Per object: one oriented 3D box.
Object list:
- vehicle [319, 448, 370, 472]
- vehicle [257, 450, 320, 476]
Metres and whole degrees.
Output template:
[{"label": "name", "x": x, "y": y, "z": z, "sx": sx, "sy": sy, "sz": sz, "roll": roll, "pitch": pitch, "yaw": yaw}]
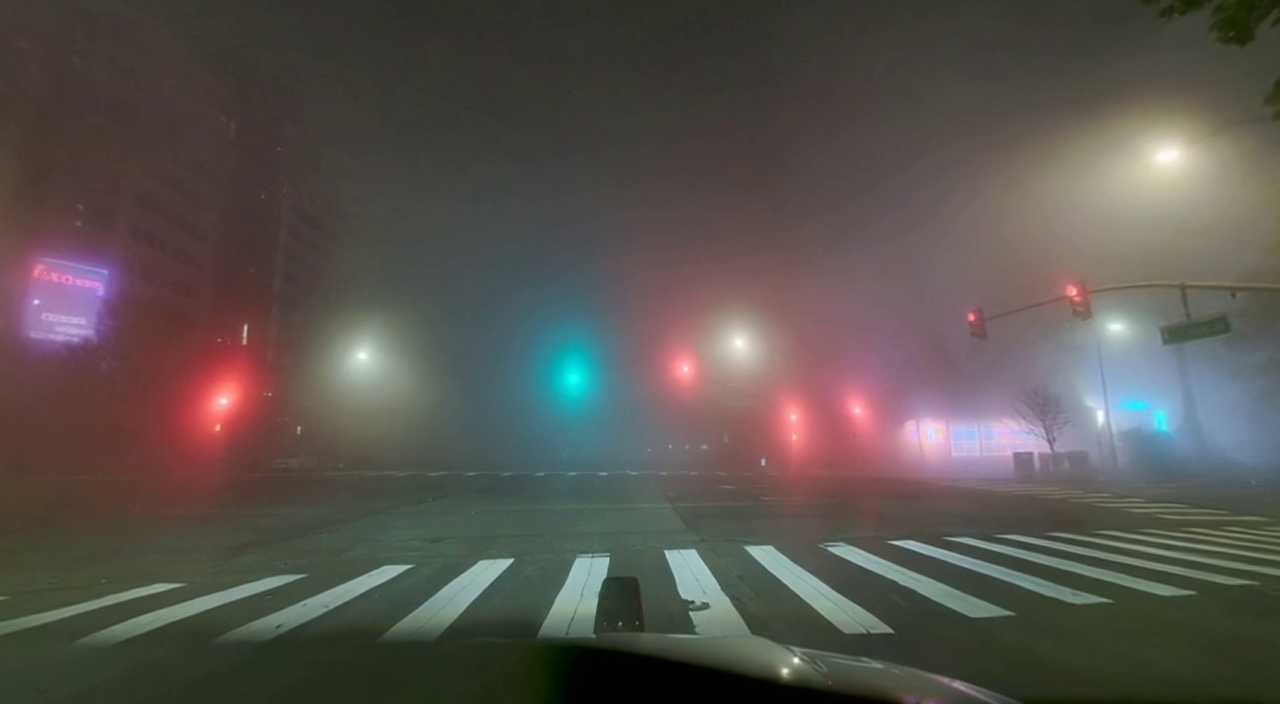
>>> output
[{"label": "vehicle", "x": -22.369, "y": 8.158, "z": 48.094, "sx": 2.023, "sy": 1.706, "sz": 4.756, "roll": 1, "pitch": -9, "yaw": -6}, {"label": "vehicle", "x": -21.797, "y": 6.852, "z": 39.366, "sx": 2.005, "sy": 1.496, "sz": 4.020, "roll": 1, "pitch": -9, "yaw": -7}]
